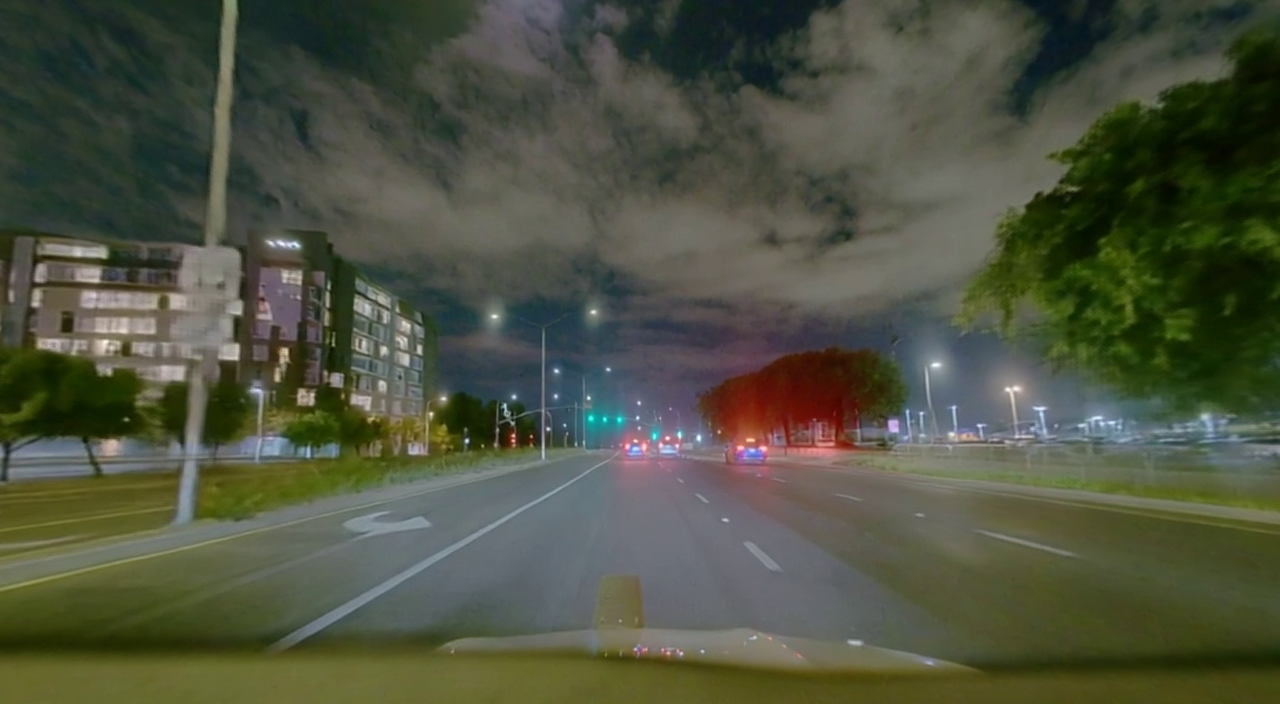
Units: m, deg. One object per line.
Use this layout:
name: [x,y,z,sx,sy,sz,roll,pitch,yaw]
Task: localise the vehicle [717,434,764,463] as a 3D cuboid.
vehicle: [6.600,6.423,41.778,2.136,1.799,4.796,1,-9,-2]
